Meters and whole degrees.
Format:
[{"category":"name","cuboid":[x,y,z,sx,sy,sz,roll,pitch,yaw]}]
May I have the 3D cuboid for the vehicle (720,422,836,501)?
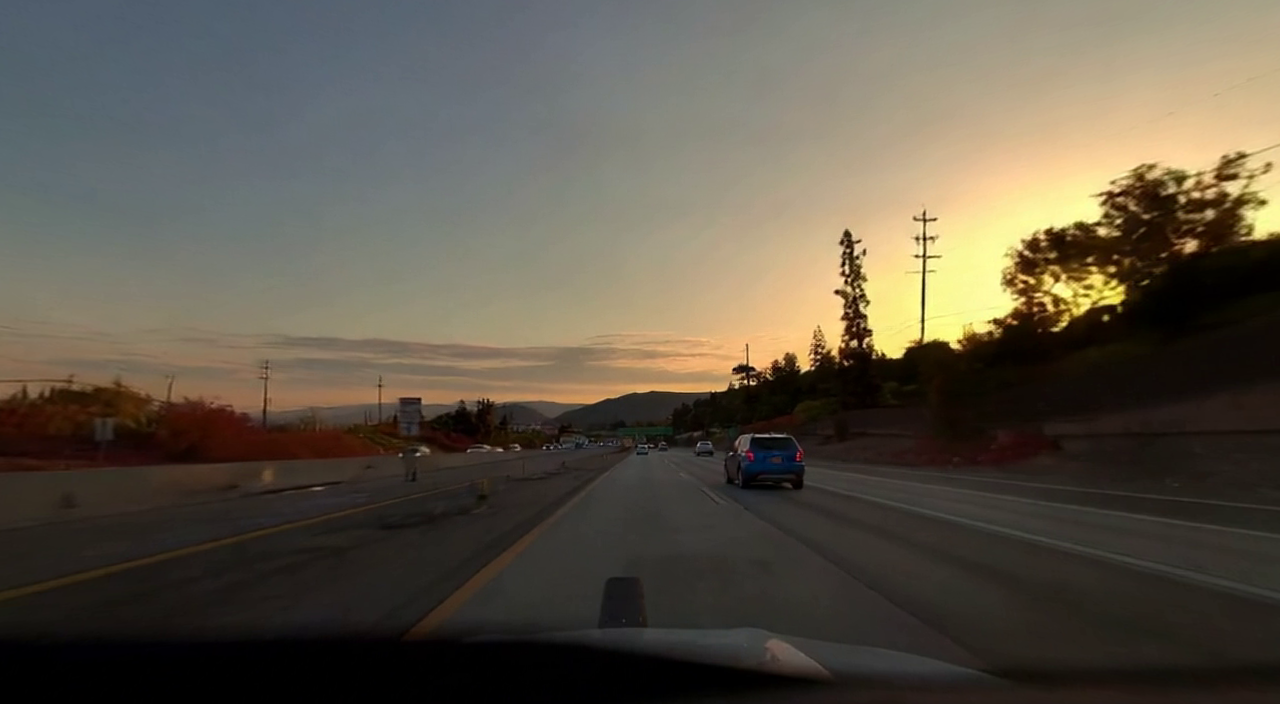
[{"category":"vehicle","cuboid":[3.526,2.882,17.035,2.120,1.832,4.287,0,-8,0]}]
